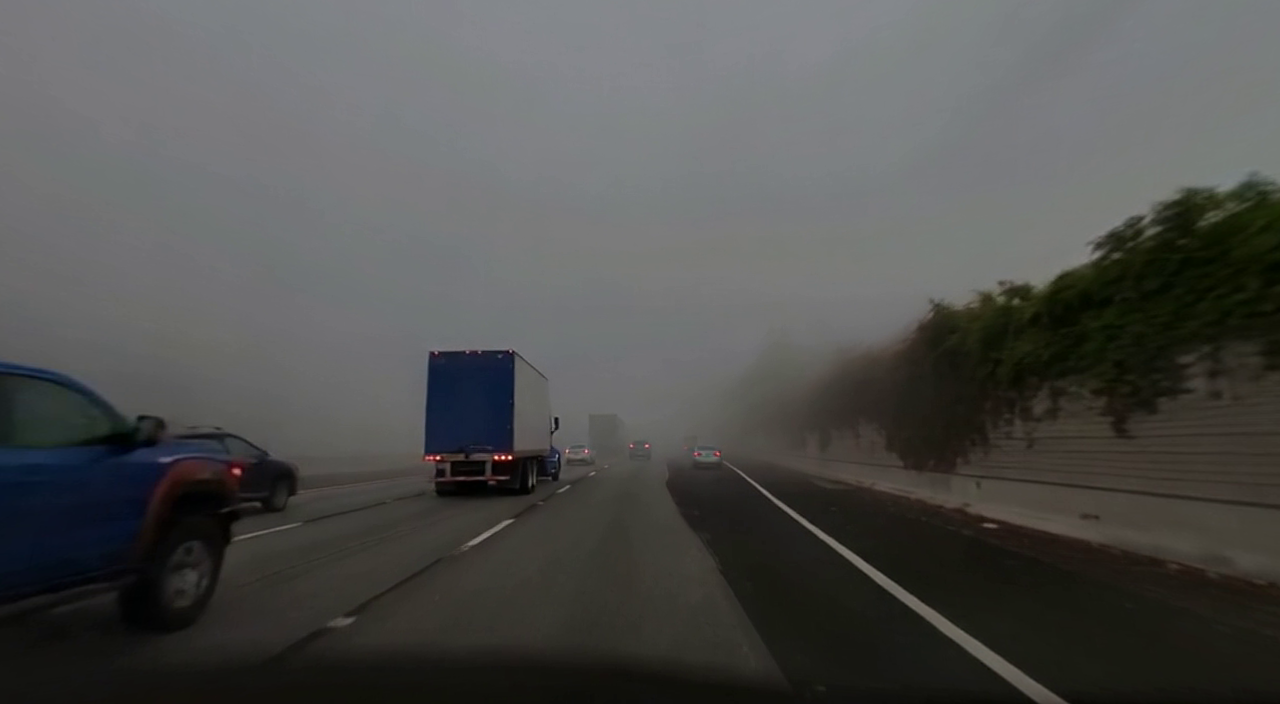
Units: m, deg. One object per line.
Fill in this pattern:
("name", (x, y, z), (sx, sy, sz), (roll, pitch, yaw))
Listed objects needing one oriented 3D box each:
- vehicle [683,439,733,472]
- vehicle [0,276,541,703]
("vehicle", (3.166, 4.934, 30.258), (2.176, 1.493, 3.955), (-1, -8, 3))
("vehicle", (-3.957, 1.512, 7.835), (3.050, 1.964, 15.030), (0, -8, 0))
